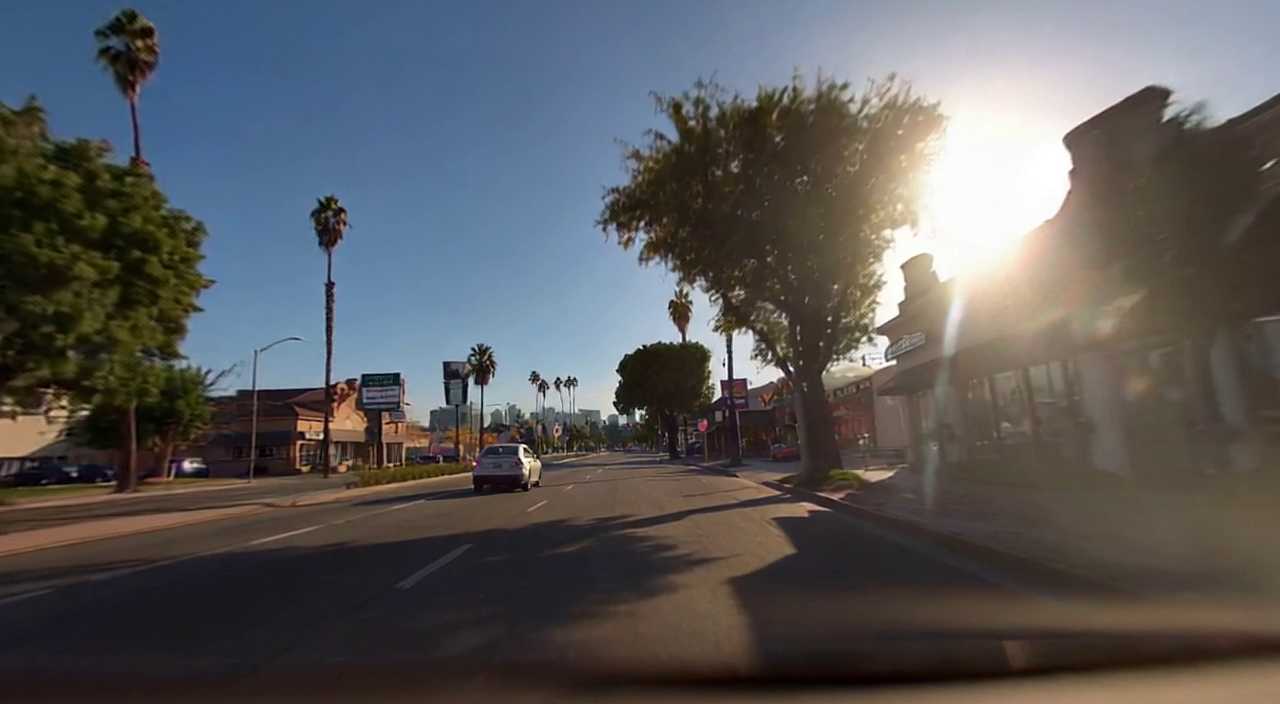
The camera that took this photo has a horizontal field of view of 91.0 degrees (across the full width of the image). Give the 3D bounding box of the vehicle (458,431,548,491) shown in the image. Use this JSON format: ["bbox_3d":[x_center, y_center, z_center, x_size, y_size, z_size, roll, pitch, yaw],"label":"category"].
[{"bbox_3d":[-4.557,3.704,21.723,2.136,1.844,4.363,0,-8,-1],"label":"vehicle"}]

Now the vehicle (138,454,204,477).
[{"bbox_3d":[-34.856,8.445,46.903,1.867,1.568,4.132,1,-8,-3],"label":"vehicle"}]
